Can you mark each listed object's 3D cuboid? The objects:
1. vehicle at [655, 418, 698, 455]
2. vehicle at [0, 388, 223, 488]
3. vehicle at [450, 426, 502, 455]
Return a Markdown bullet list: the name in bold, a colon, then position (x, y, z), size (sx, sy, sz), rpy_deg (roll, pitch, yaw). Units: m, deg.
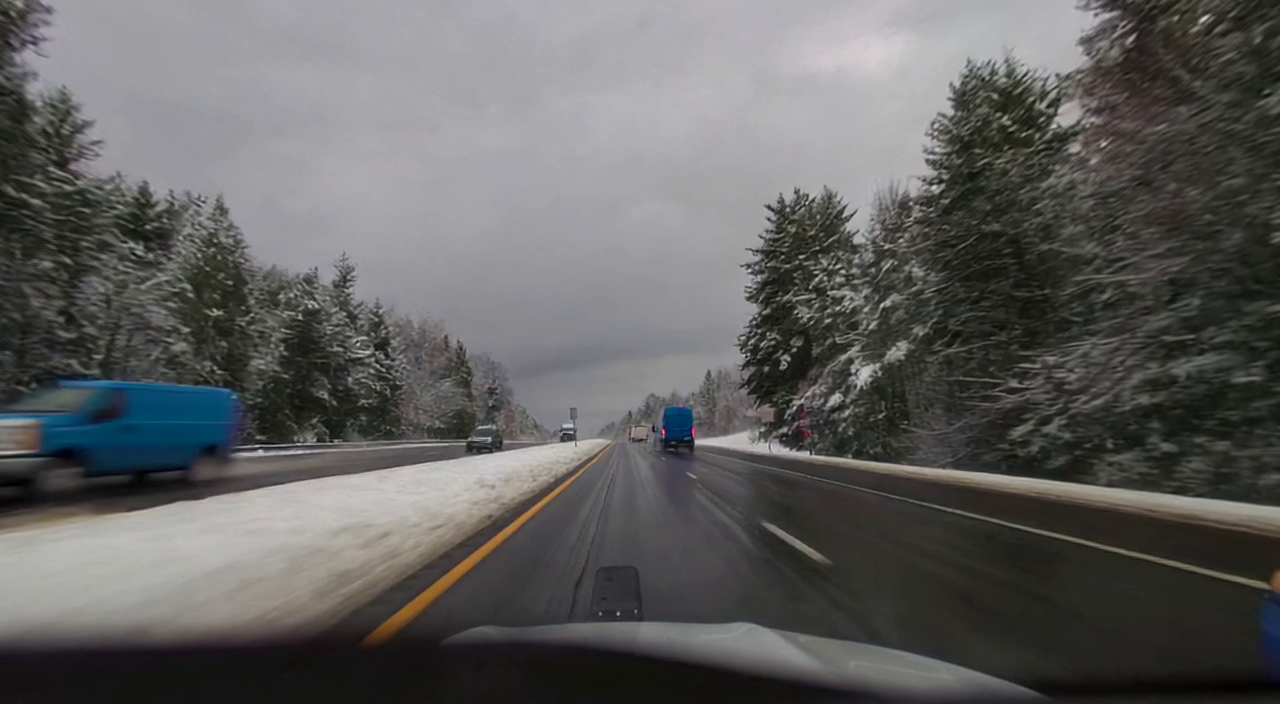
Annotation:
- **vehicle**: position (2.639, 6.378, 47.646), size (2.570, 2.596, 6.082), rpy_deg (0, -8, -3)
- **vehicle**: position (-13.538, 2.149, 15.782), size (2.217, 2.018, 5.924), rpy_deg (0, -8, -1)
- **vehicle**: position (-9.345, 5.081, 36.148), size (1.908, 1.543, 4.174), rpy_deg (0, -8, -1)
